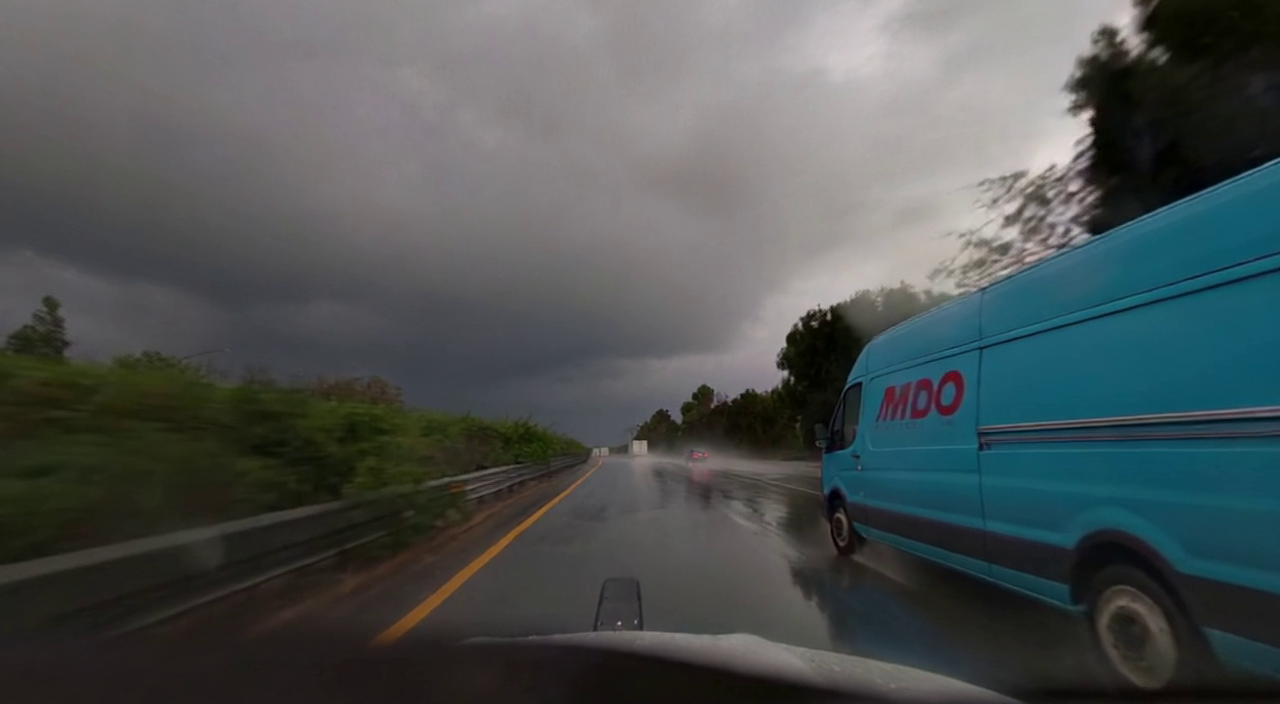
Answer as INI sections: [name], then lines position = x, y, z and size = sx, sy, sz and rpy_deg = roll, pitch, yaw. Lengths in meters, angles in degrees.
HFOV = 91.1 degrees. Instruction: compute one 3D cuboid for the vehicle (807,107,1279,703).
[vehicle]
position = 3.625, 0.782, 5.059
size = 2.355, 2.664, 7.367
rpy_deg = 0, -9, -1
